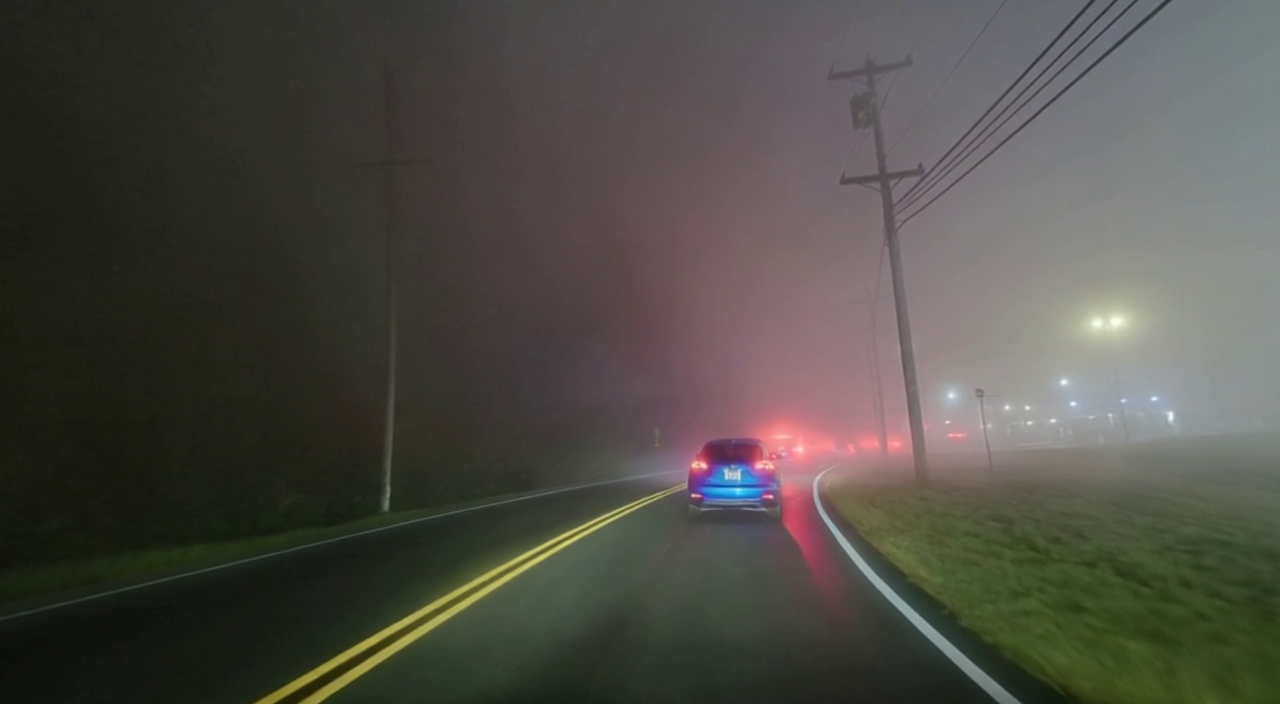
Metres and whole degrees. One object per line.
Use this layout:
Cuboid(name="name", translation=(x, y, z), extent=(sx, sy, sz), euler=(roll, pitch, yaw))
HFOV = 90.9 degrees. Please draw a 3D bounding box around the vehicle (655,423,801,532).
Cuboid(name="vehicle", translation=(1.774, 2.179, 11.554), extent=(2.157, 1.565, 4.243), euler=(-2, -9, 13))
